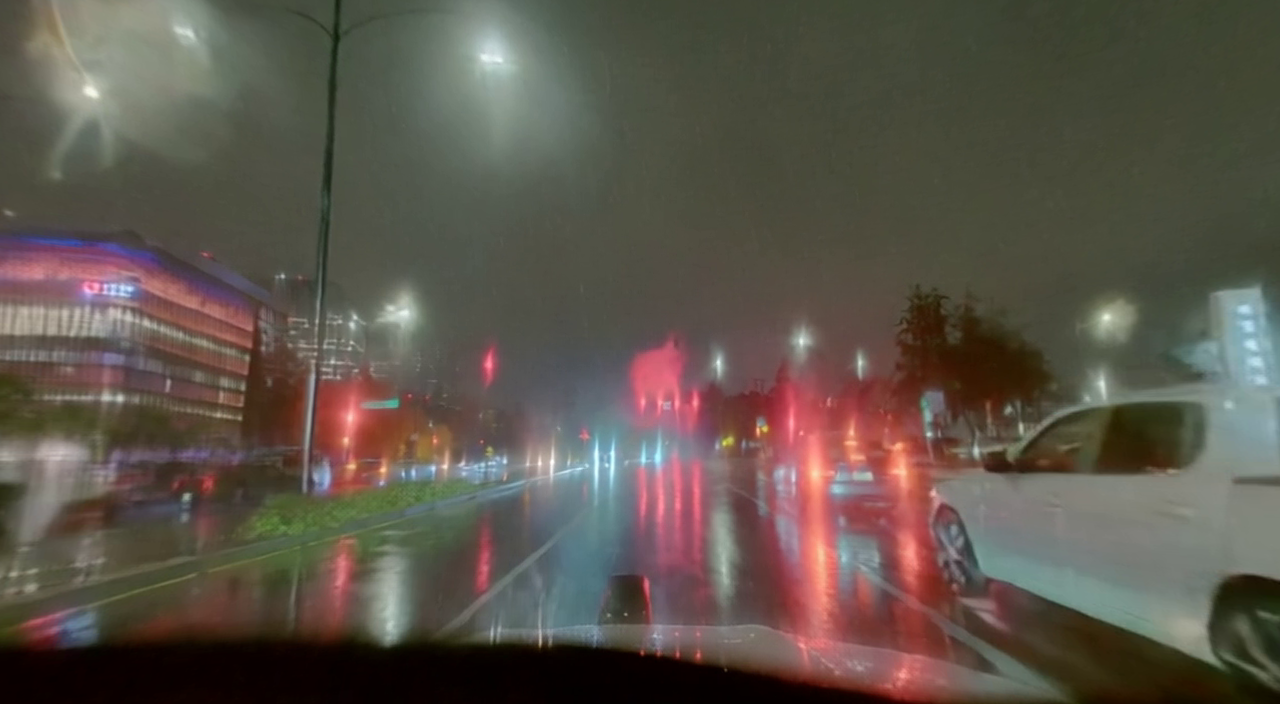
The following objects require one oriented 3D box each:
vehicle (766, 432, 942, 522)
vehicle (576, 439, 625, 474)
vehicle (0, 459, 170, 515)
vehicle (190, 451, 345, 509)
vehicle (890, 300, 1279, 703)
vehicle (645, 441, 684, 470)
[{"bbox_3d":[4.159,2.516,13.298,2.109,1.510,4.927,-1,-8,2],"label":"vehicle"},{"bbox_3d":[-1.972,5.394,32.826,2.057,1.678,4.639,-1,-8,3],"label":"vehicle"},{"bbox_3d":[-17.476,4.181,19.978,1.804,1.437,4.560,0,-8,-3],"label":"vehicle"},{"bbox_3d":[-10.709,3.674,18.582,1.884,1.456,4.356,0,-8,0],"label":"vehicle"},{"bbox_3d":[3.445,0.887,3.363,2.282,1.797,4.924,-1,-8,2],"label":"vehicle"},{"bbox_3d":[1.374,5.768,35.236,2.059,1.477,3.988,-1,-8,2],"label":"vehicle"}]
